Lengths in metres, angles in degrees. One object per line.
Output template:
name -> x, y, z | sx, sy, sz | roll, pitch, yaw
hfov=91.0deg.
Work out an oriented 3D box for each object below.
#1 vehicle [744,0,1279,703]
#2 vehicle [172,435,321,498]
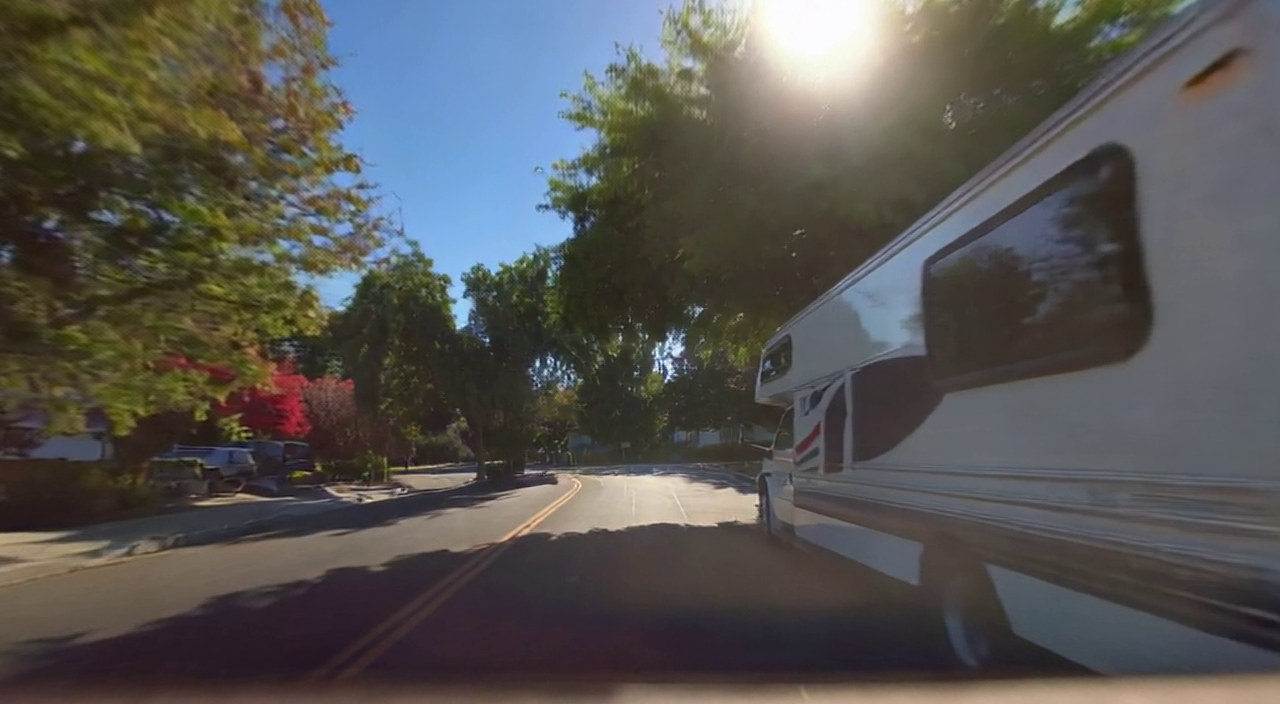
vehicle -> 3.154, 0.512, 5.327 | 2.915, 3.243, 8.972 | 0, -8, -1
vehicle -> -12.942, 3.757, 21.156 | 2.111, 1.856, 4.803 | 0, -8, -4
